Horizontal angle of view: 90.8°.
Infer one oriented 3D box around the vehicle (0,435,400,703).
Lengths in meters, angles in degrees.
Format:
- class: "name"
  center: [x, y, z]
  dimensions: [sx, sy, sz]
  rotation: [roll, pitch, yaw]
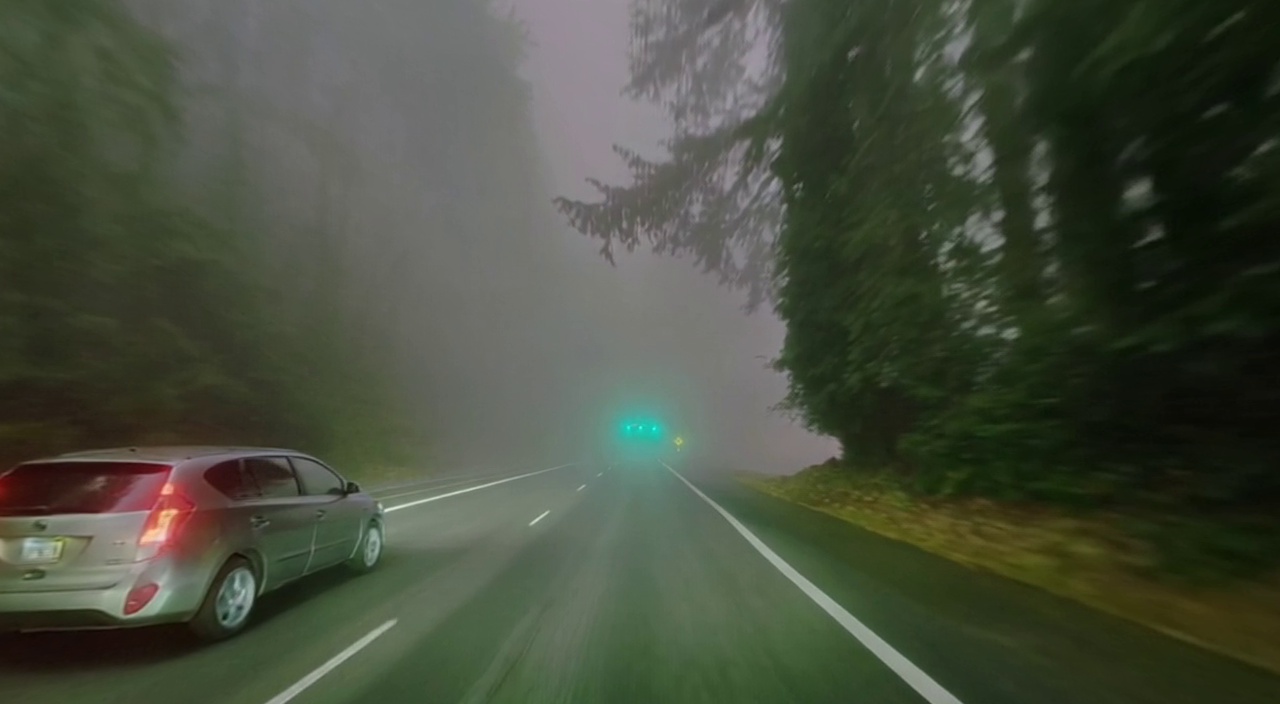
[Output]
- class: "vehicle"
  center: [-3.890, 1.483, 5.470]
  dimensions: [1.946, 1.437, 4.154]
  rotation: [-1, -8, 1]
